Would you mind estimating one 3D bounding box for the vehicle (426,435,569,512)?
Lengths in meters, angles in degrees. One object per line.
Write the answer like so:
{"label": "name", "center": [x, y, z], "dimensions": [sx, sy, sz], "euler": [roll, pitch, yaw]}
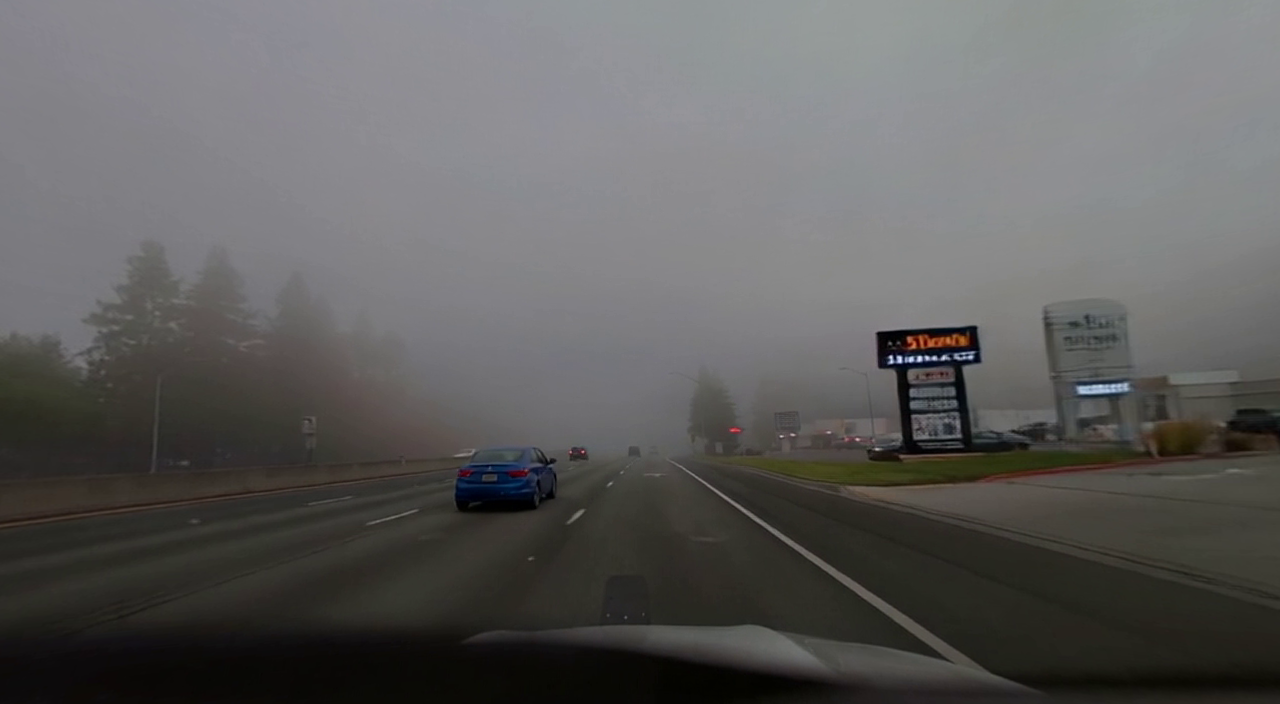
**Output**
{"label": "vehicle", "center": [-3.031, 2.698, 14.487], "dimensions": [2.152, 1.479, 4.394], "euler": [0, -9, 1]}
